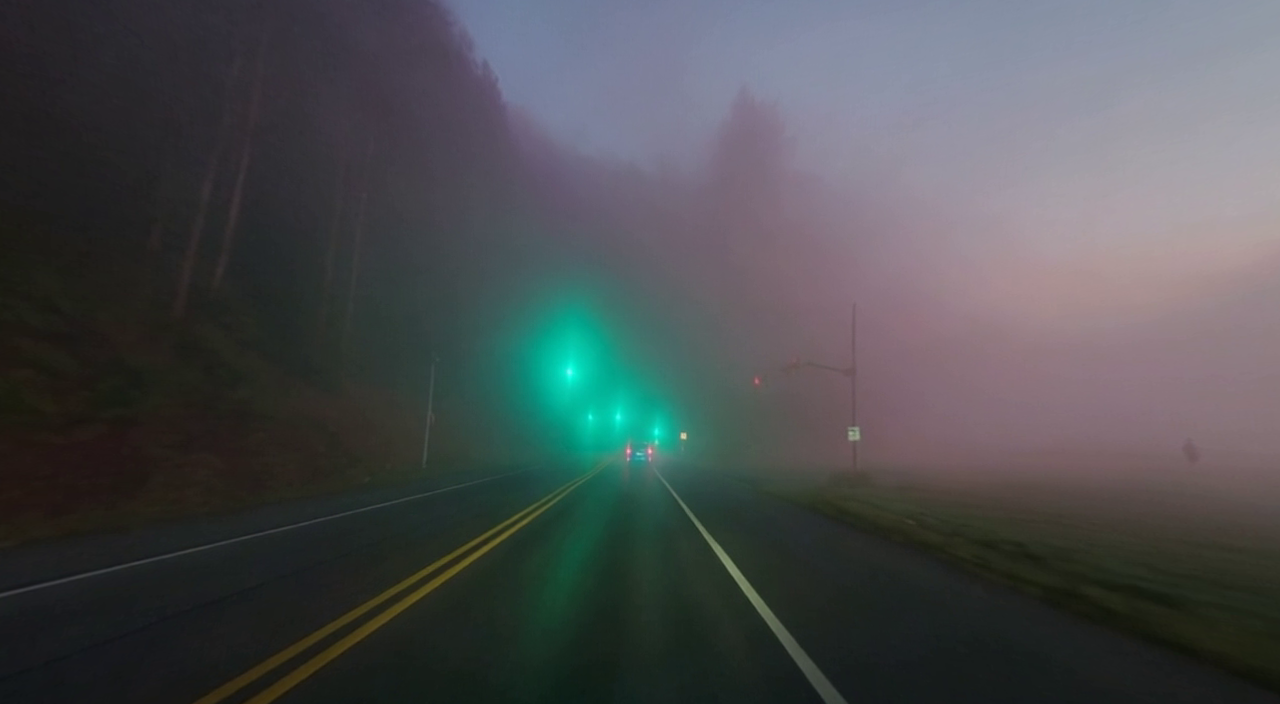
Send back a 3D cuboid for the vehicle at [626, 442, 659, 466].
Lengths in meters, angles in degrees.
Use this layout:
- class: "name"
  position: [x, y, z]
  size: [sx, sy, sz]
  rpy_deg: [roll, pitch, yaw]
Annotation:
- class: "vehicle"
  position: [0.202, 6.694, 41.702]
  size: [2.042, 1.489, 3.963]
  rpy_deg: [0, -9, 1]
